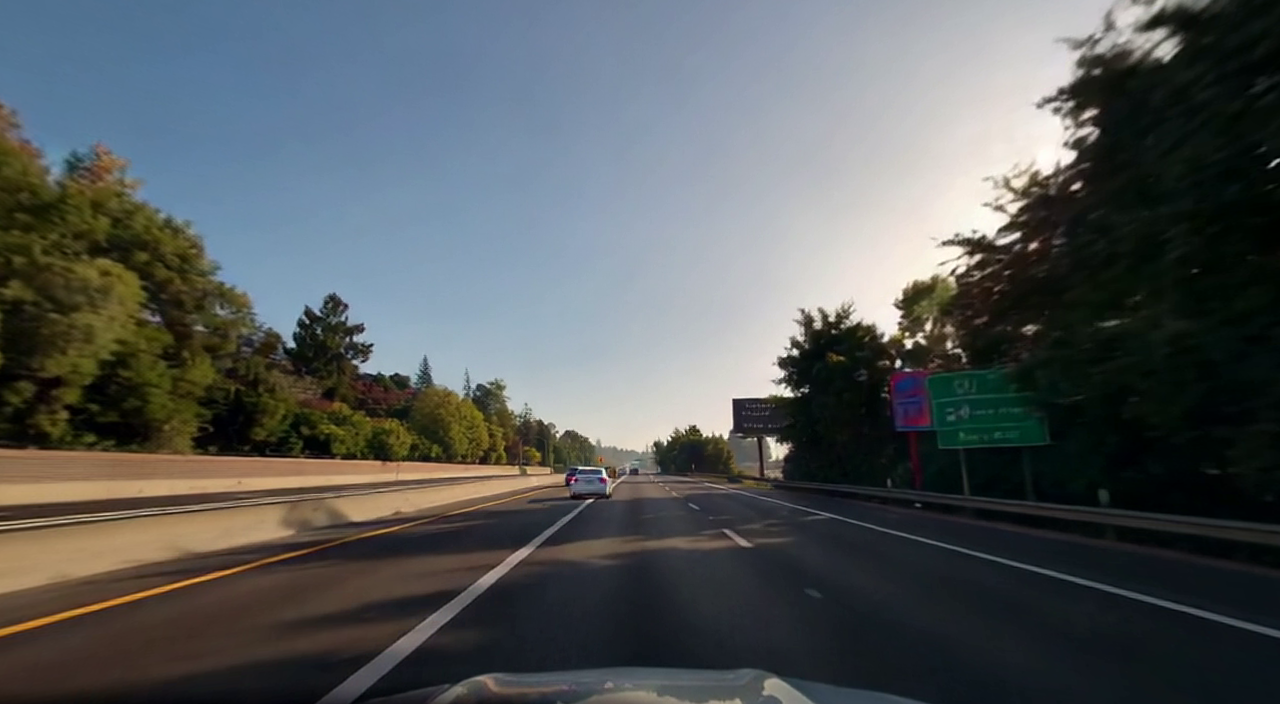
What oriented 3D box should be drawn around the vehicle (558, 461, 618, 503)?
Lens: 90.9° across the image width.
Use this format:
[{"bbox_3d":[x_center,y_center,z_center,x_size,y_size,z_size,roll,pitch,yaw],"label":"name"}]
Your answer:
[{"bbox_3d":[-2.066,5.311,25.996,2.016,1.530,4.009,1,-10,1],"label":"vehicle"}]
